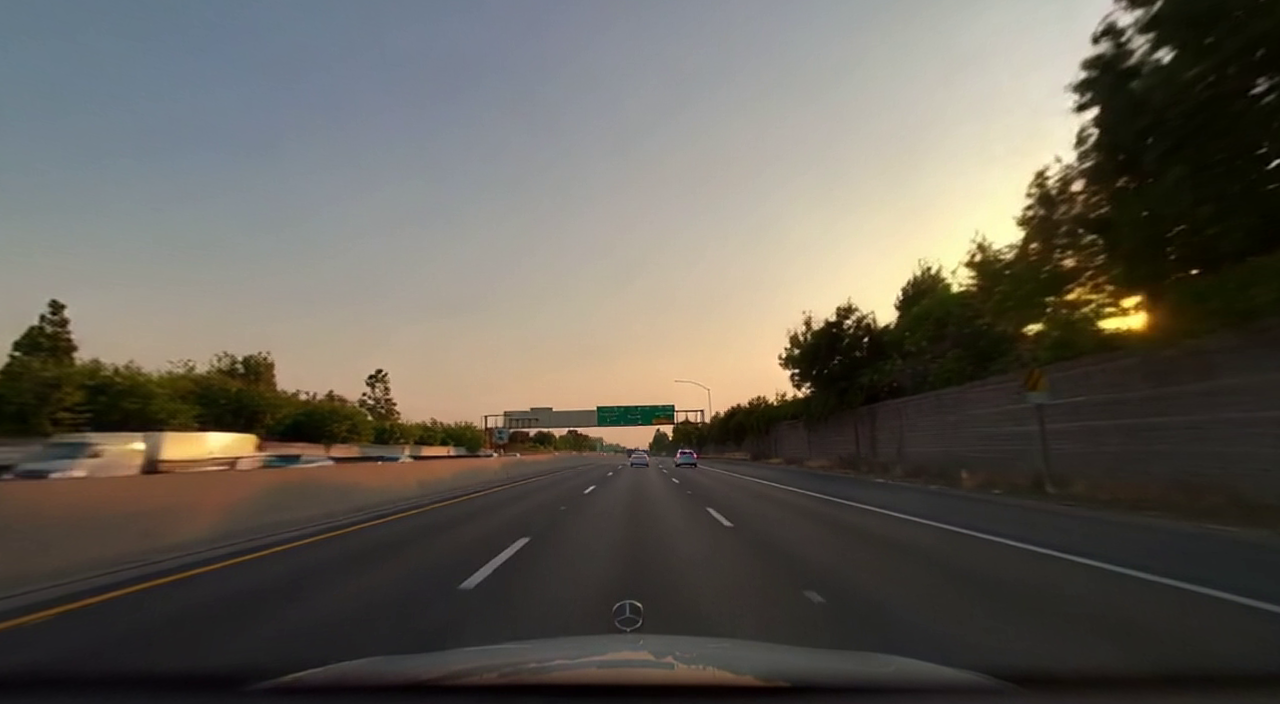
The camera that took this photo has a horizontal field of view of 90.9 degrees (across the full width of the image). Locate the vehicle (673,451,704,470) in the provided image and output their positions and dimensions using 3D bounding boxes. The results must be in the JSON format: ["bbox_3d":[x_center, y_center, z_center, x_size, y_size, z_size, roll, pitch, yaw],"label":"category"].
[{"bbox_3d":[3.611,8.106,47.211,1.883,1.320,3.386,0,-9,-2],"label":"vehicle"}]

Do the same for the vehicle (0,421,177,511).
[{"bbox_3d":[-19.590,3.773,21.243,2.294,2.582,7.204,0,-9,1],"label":"vehicle"}]

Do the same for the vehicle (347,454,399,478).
[{"bbox_3d":[-18.246,7.783,43.266,1.747,1.480,4.431,0,-9,-3],"label":"vehicle"}]

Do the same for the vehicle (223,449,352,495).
[{"bbox_3d":[-13.581,4.621,24.754,2.081,1.598,5.088,0,-9,0],"label":"vehicle"}]

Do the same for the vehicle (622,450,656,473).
[{"bbox_3d":[-0.118,6.911,39.981,2.065,1.400,4.028,0,-9,-1],"label":"vehicle"}]
